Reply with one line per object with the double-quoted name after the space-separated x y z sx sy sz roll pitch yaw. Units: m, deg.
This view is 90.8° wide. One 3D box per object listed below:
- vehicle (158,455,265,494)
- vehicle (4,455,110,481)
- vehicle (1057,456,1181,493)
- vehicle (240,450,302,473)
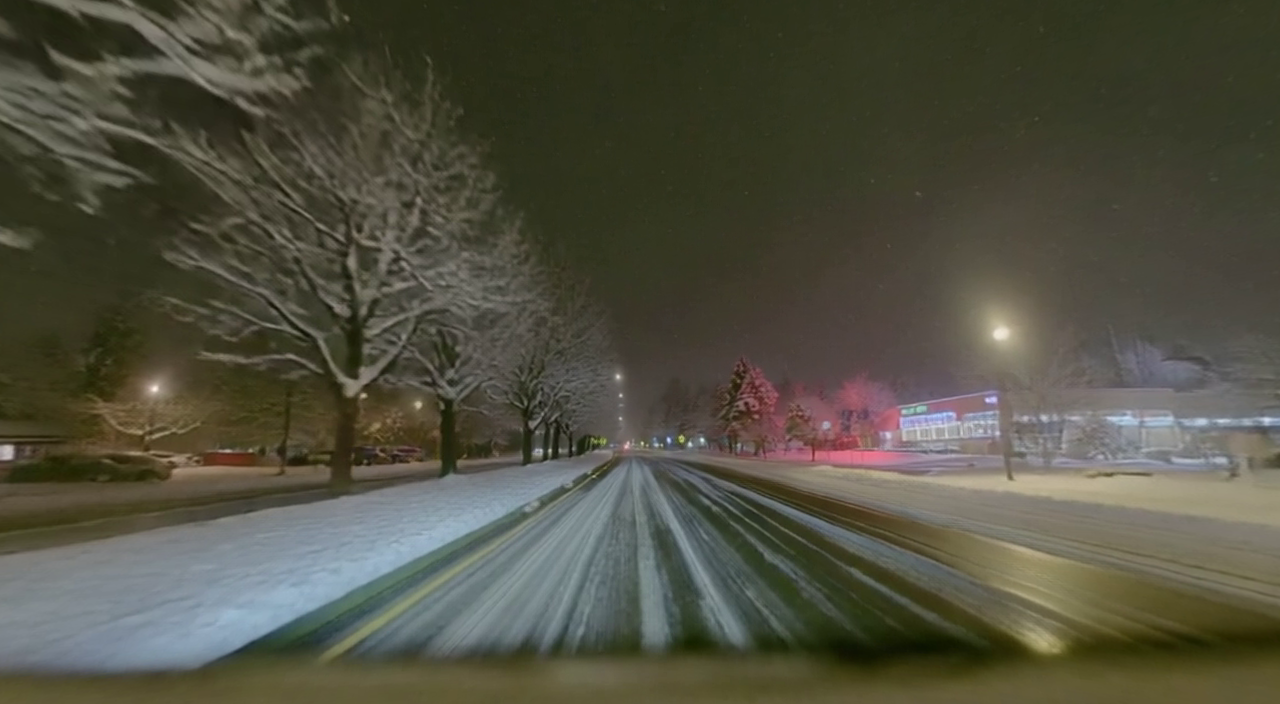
-19.480 5.558 28.990 1.889 1.497 4.478 -3 -9 -2 "vehicle"
-36.133 7.192 39.259 4.385 1.485 2.092 0 -9 -2 "vehicle"
20.806 5.329 27.561 3.732 1.503 1.981 0 -10 -1 "vehicle"
-28.578 8.466 49.075 1.948 1.689 4.553 0 -8 2 "vehicle"
